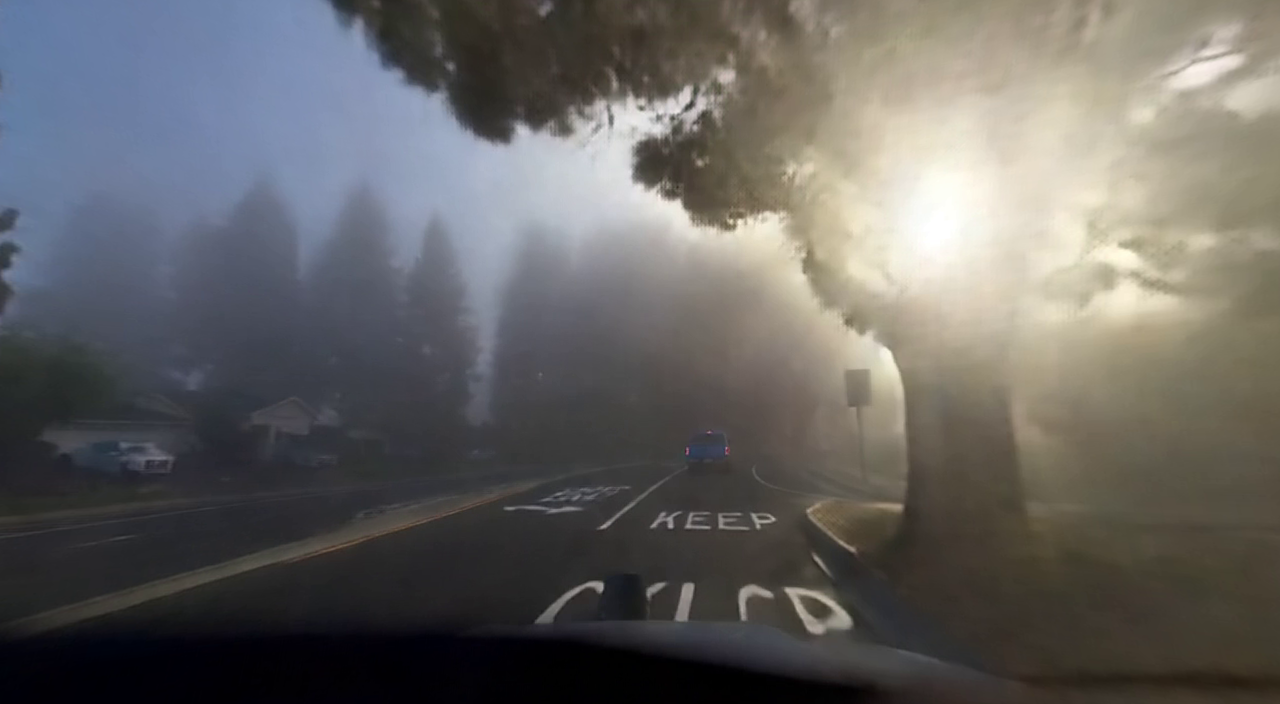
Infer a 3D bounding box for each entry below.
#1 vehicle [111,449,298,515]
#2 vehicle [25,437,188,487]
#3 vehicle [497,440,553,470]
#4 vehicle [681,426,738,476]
[{"bbox_3d":[-12.185,3.618,18.143,1.873,1.508,4.483,-2,-7,6],"label":"vehicle"},{"bbox_3d":[-19.472,4.018,23.205,4.168,1.735,1.925,0,-9,0],"label":"vehicle"},{"bbox_3d":[-7.836,7.031,43.535,2.053,1.822,4.852,-3,-7,12],"label":"vehicle"},{"bbox_3d":[3.093,4.260,27.325,2.153,1.942,4.767,-2,-9,9],"label":"vehicle"}]
